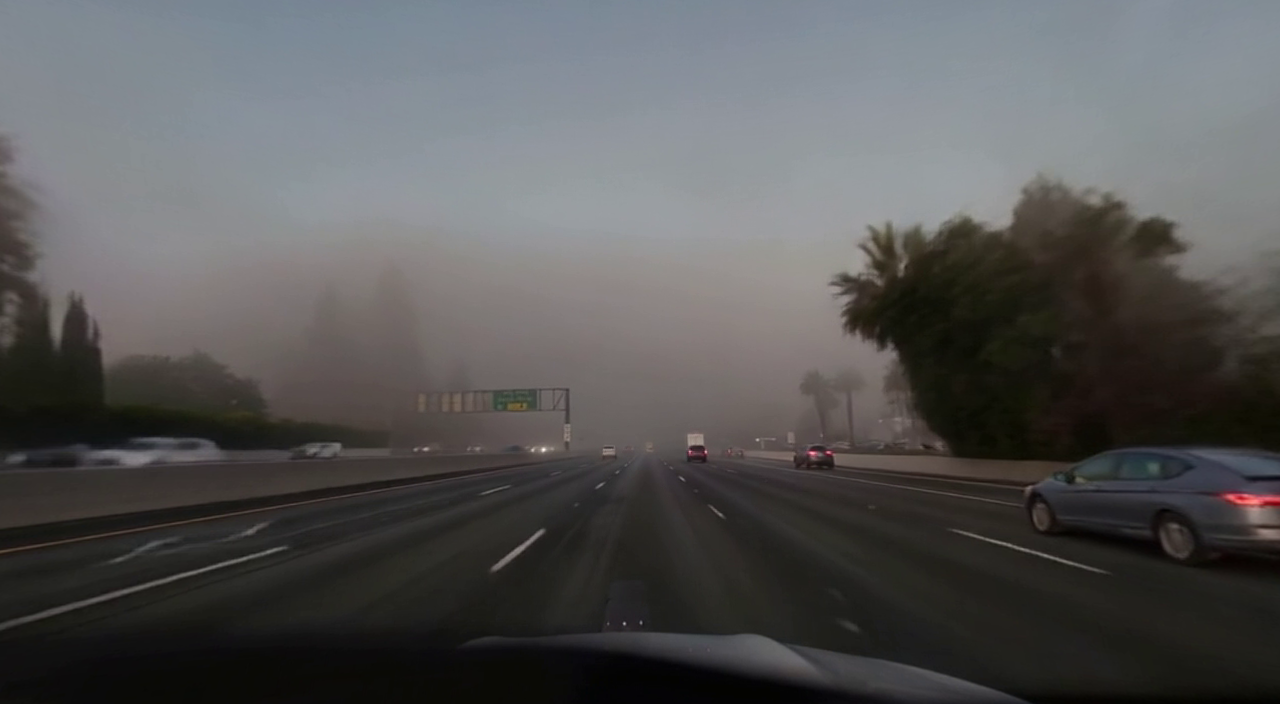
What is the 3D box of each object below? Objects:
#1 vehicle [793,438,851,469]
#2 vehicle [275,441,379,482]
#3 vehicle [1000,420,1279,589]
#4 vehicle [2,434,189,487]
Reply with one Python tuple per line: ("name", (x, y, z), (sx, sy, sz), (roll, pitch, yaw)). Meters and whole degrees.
("vehicle", (11.503, 6.431, 40.216), (2.168, 1.861, 4.678), (0, -8, -1))
("vehicle", (-12.313, 4.317, 25.159), (1.866, 1.446, 4.246), (0, -8, 1))
("vehicle", (6.955, 1.721, 7.957), (2.071, 1.543, 4.702), (0, -8, 1))
("vehicle", (-17.741, 3.553, 20.946), (1.946, 1.547, 4.634), (-1, -8, 3))
